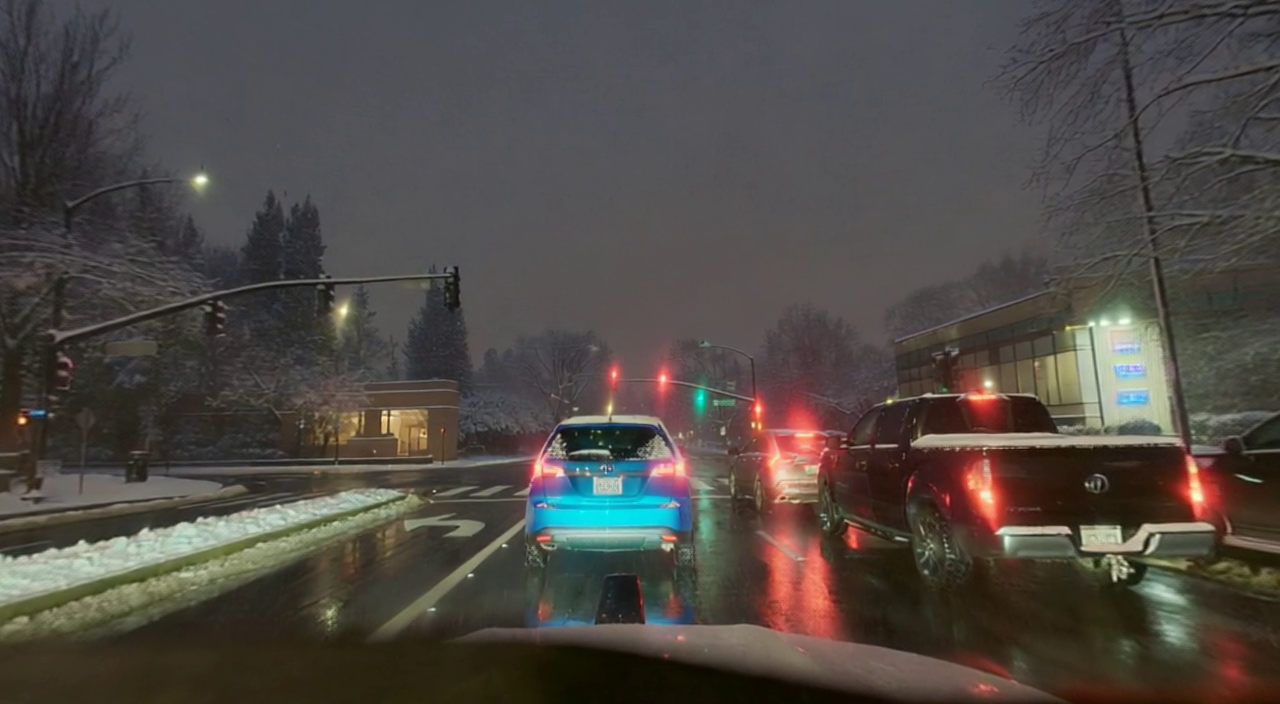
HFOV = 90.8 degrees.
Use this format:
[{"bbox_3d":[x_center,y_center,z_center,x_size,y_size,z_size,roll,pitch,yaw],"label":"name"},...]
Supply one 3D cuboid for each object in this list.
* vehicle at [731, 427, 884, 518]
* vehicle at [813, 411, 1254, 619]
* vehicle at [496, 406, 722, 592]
[{"bbox_3d":[3.378,2.521,13.734,2.031,1.626,4.264,0,-8,-1],"label":"vehicle"},{"bbox_3d":[3.607,1.567,7.117,1.955,1.550,4.587,0,-8,-1],"label":"vehicle"},{"bbox_3d":[-0.273,1.606,7.640,2.037,1.674,3.693,0,-8,0],"label":"vehicle"}]
